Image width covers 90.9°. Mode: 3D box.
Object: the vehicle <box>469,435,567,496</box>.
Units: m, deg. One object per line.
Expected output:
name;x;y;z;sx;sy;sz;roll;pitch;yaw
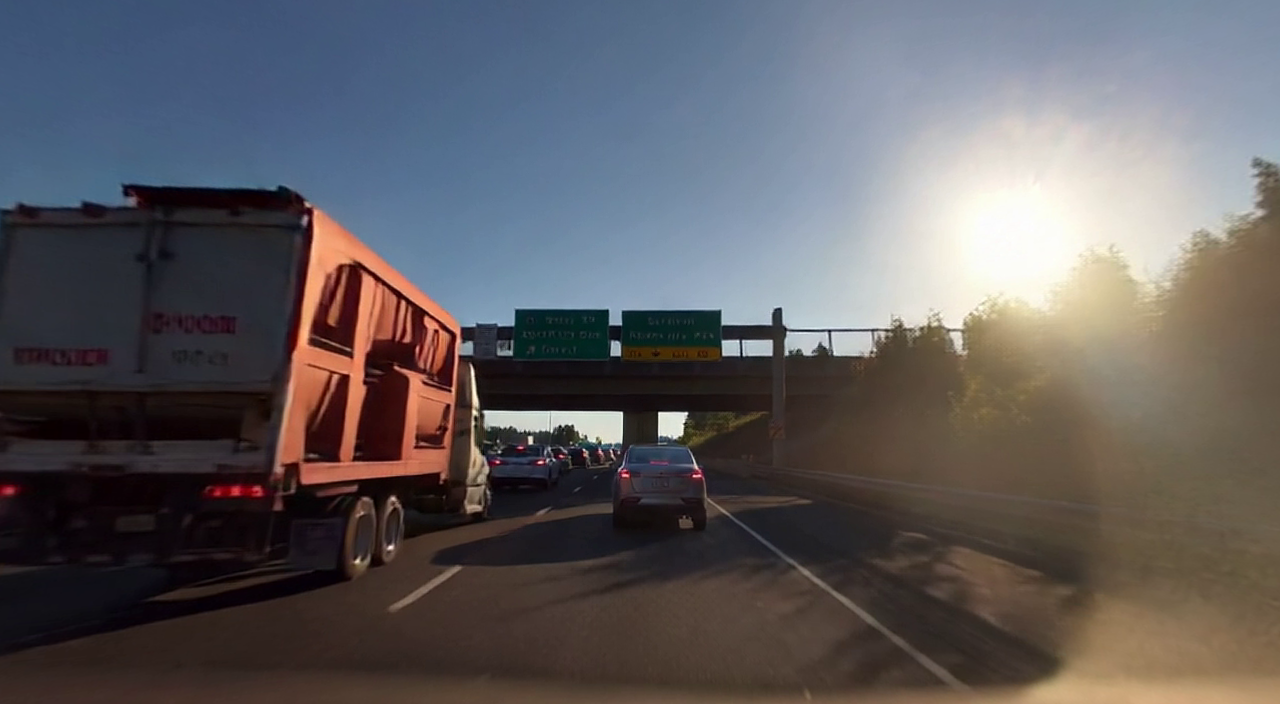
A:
vehicle;-3.637;3.479;19.627;2.165;1.638;4.317;0;-9;0

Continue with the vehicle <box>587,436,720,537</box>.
vehicle;0.178;2.293;11.232;1.995;1.495;3.380;0;-9;-1

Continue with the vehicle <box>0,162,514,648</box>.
vehicle;-3.895;0.872;8.131;2.832;3.293;7.782;0;-9;1
